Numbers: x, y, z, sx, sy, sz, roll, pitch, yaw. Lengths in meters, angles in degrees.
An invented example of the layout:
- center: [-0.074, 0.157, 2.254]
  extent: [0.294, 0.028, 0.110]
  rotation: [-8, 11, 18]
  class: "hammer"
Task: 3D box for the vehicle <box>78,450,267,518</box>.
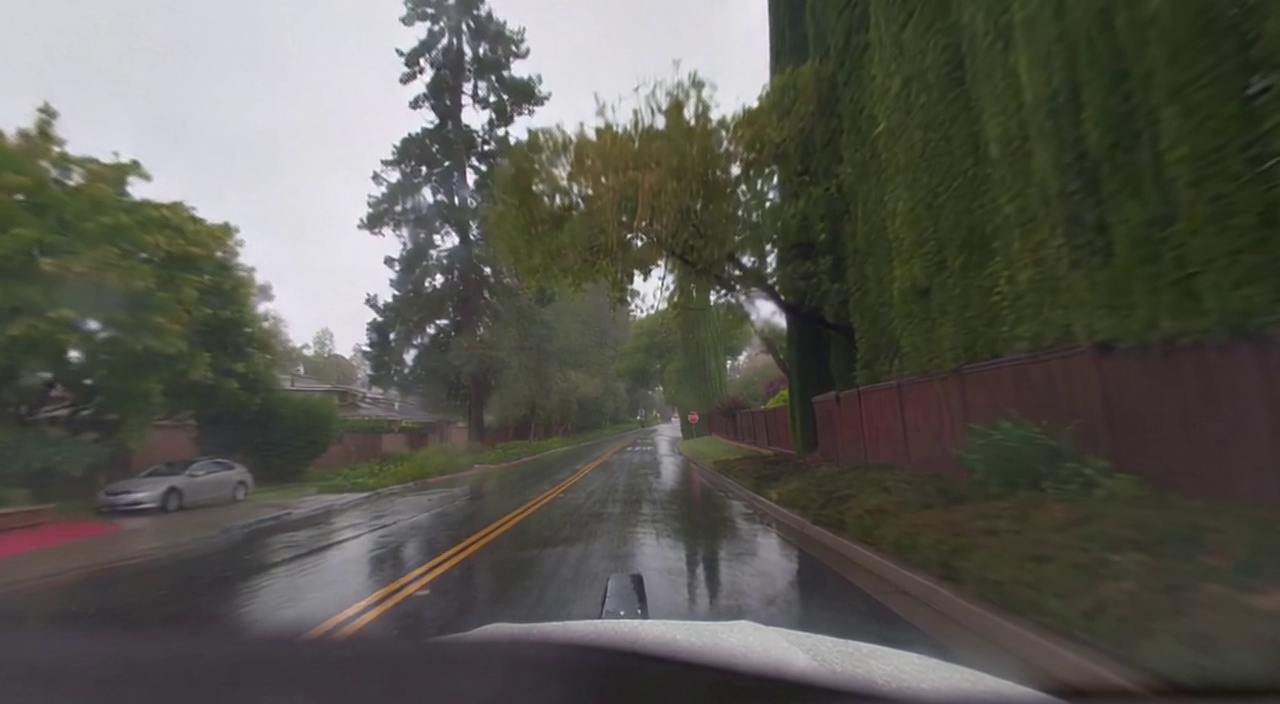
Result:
- center: [-14.694, 4.128, 20.352]
  extent: [2.305, 1.793, 4.883]
  rotation: [1, -8, 0]
  class: "vehicle"
